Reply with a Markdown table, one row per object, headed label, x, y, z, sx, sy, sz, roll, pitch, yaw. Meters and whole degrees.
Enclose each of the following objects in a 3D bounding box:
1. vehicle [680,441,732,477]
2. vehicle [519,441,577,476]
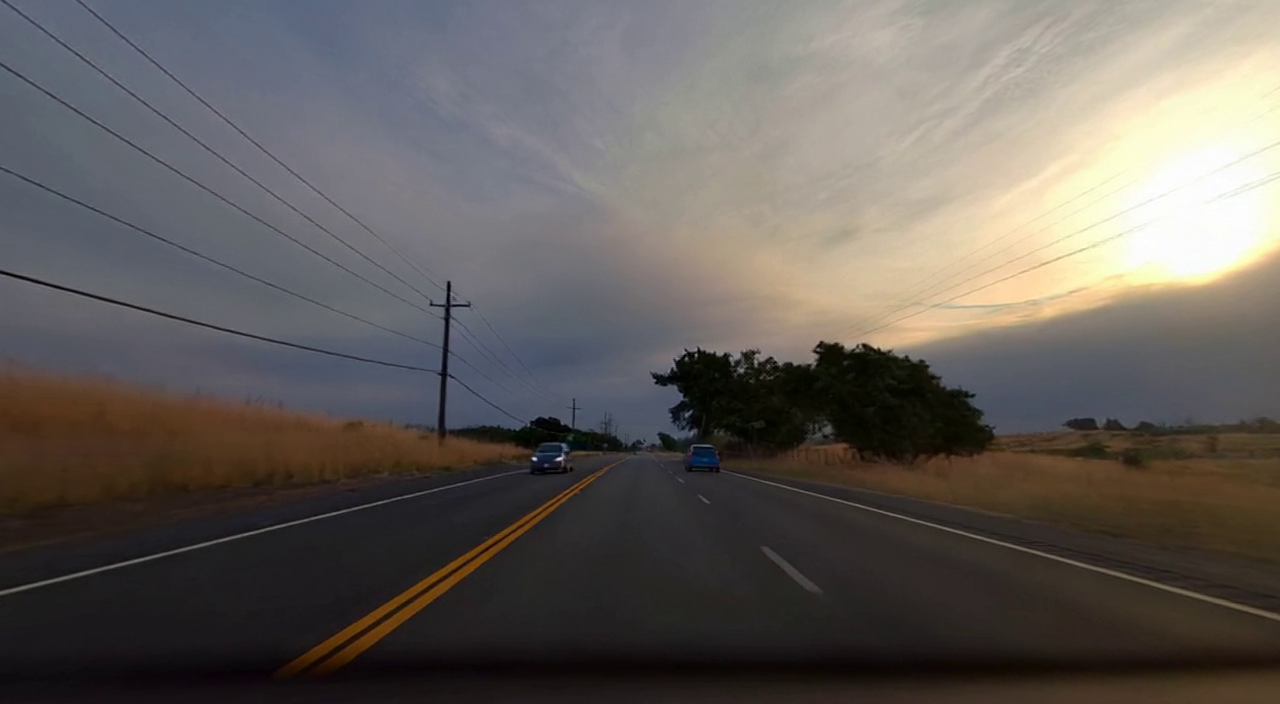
| label | x | y | z | sx | sy | sz | roll | pitch | yaw |
| --- | --- | --- | --- | --- | --- | --- | --- | --- | --- |
| vehicle | 3.273 | 5.393 | 32.091 | 2.135 | 1.692 | 4.185 | 0 | -9 | -1 |
| vehicle | -4.224 | 4.971 | 29.630 | 2.022 | 1.506 | 4.438 | 0 | -9 | 0 |
